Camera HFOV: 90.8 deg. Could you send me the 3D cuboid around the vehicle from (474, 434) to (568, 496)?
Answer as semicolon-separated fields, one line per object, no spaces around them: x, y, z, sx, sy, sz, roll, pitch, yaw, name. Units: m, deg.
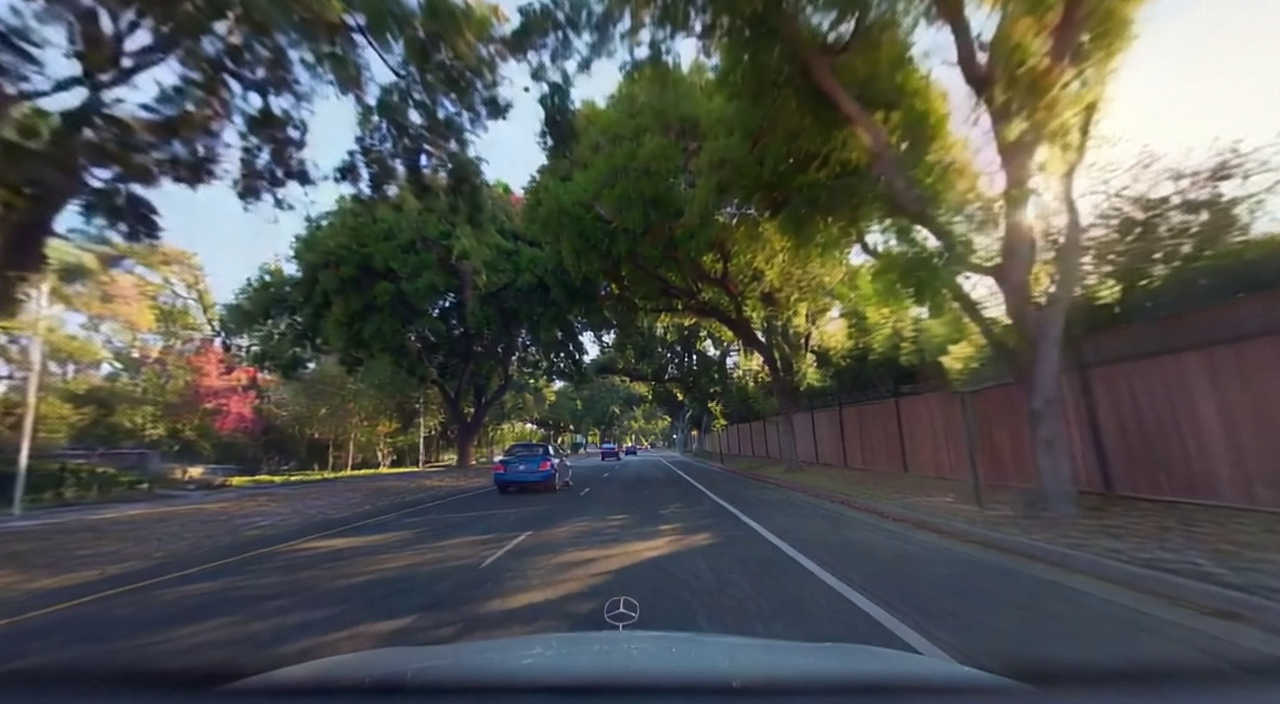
-3.437;3.360;19.177;1.919;1.650;4.546;0;-8;1;vehicle
